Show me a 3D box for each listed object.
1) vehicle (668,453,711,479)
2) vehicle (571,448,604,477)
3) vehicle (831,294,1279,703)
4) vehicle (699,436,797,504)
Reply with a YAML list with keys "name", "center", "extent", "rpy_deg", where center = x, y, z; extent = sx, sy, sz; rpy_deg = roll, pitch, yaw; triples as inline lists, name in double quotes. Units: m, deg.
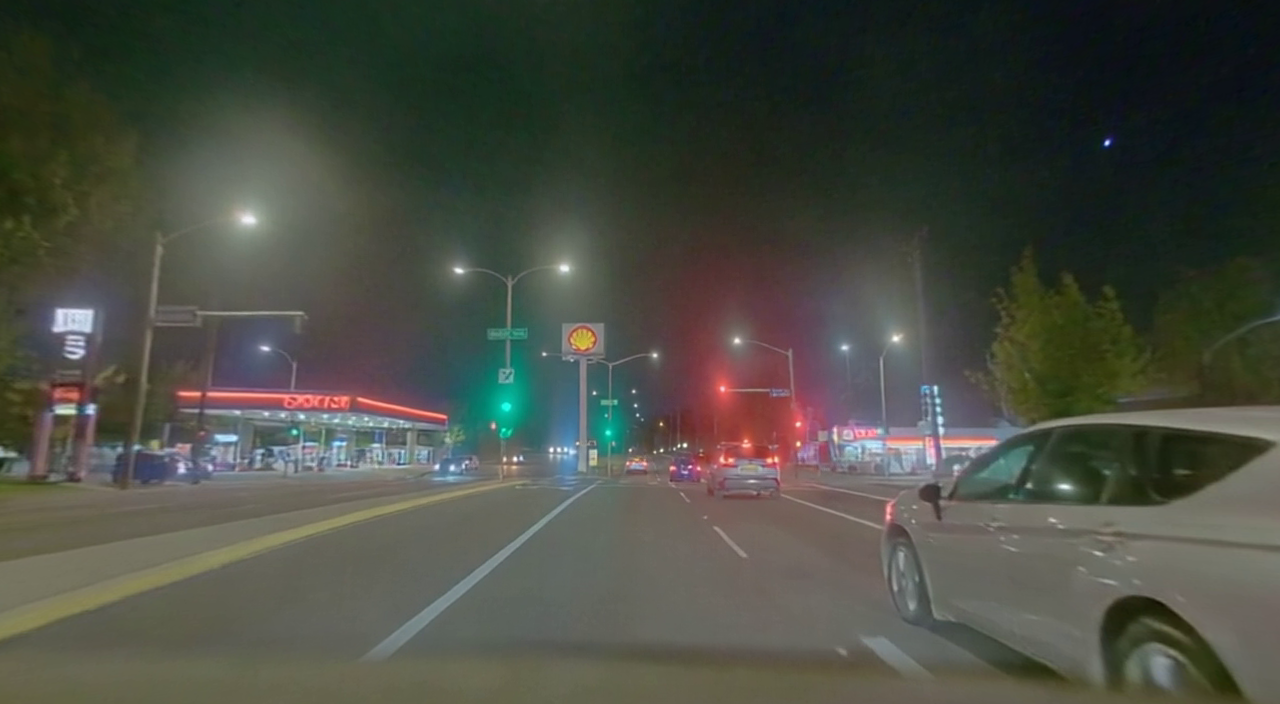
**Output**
- name: "vehicle"
  center: [2.989, 6.986, 38.930]
  extent: [2.282, 1.458, 4.362]
  rpy_deg: [0, -9, -1]
- name: "vehicle"
  center: [-3.764, 7.825, 44.237]
  extent: [2.189, 1.836, 4.693]
  rpy_deg: [0, -12, -6]
- name: "vehicle"
  center: [2.710, 0.922, 2.854]
  extent: [2.183, 1.720, 4.842]
  rpy_deg: [0, -9, 0]
- name: "vehicle"
  center: [2.920, 3.293, 17.950]
  extent: [1.999, 1.679, 4.217]
  rpy_deg: [0, -9, -1]
